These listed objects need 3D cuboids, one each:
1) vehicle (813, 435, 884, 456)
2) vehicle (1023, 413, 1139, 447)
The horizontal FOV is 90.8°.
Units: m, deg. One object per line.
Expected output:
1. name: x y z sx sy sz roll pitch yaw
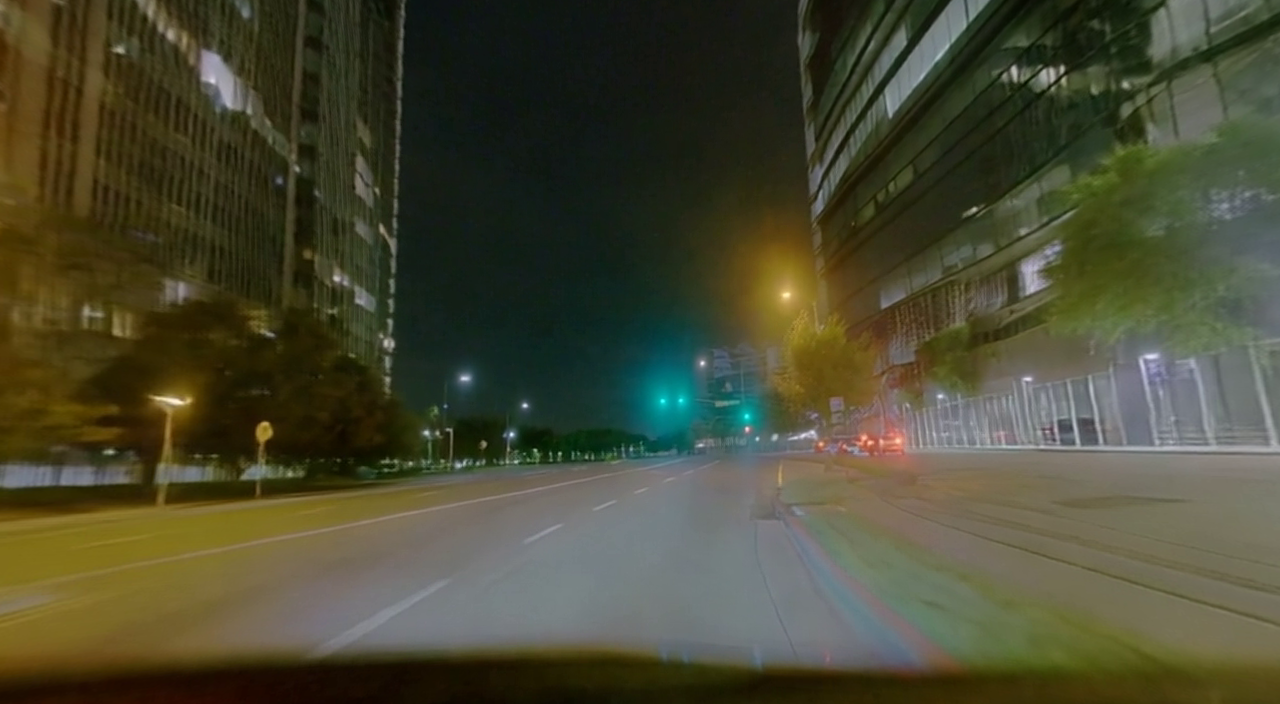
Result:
1. vehicle: 14.005 6.276 42.476 4.218 1.385 1.830 3 -9 -19
2. vehicle: 24.159 4.340 34.709 4.871 1.757 2.014 -8 -11 42
